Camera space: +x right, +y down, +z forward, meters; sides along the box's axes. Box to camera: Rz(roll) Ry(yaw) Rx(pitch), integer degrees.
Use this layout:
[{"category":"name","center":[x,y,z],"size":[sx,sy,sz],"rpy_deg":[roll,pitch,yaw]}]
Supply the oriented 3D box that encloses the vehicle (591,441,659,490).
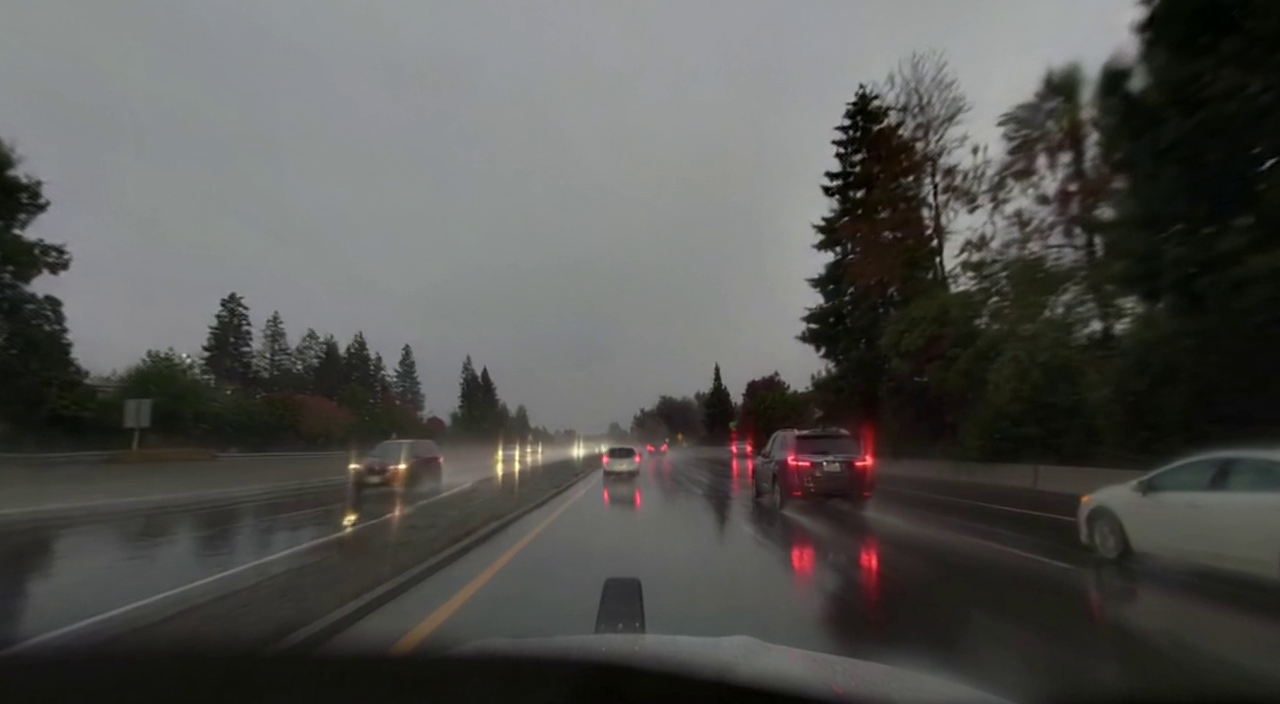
[{"category":"vehicle","center":[-0.452,3.714,20.955],"size":[2.040,1.451,3.736],"rpy_deg":[0,-9,0]}]

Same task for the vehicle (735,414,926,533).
[{"category":"vehicle","center":[3.333,2.245,12.237],"size":[2.186,1.842,4.553],"rpy_deg":[0,-9,-1]}]

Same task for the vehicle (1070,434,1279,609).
[{"category":"vehicle","center":[6.640,1.453,5.481],"size":[2.434,1.467,4.726],"rpy_deg":[0,-9,-1]}]

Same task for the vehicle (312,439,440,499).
[{"category":"vehicle","center":[-7.571,3.393,18.696],"size":[2.011,1.536,4.411],"rpy_deg":[0,-9,-2]}]
